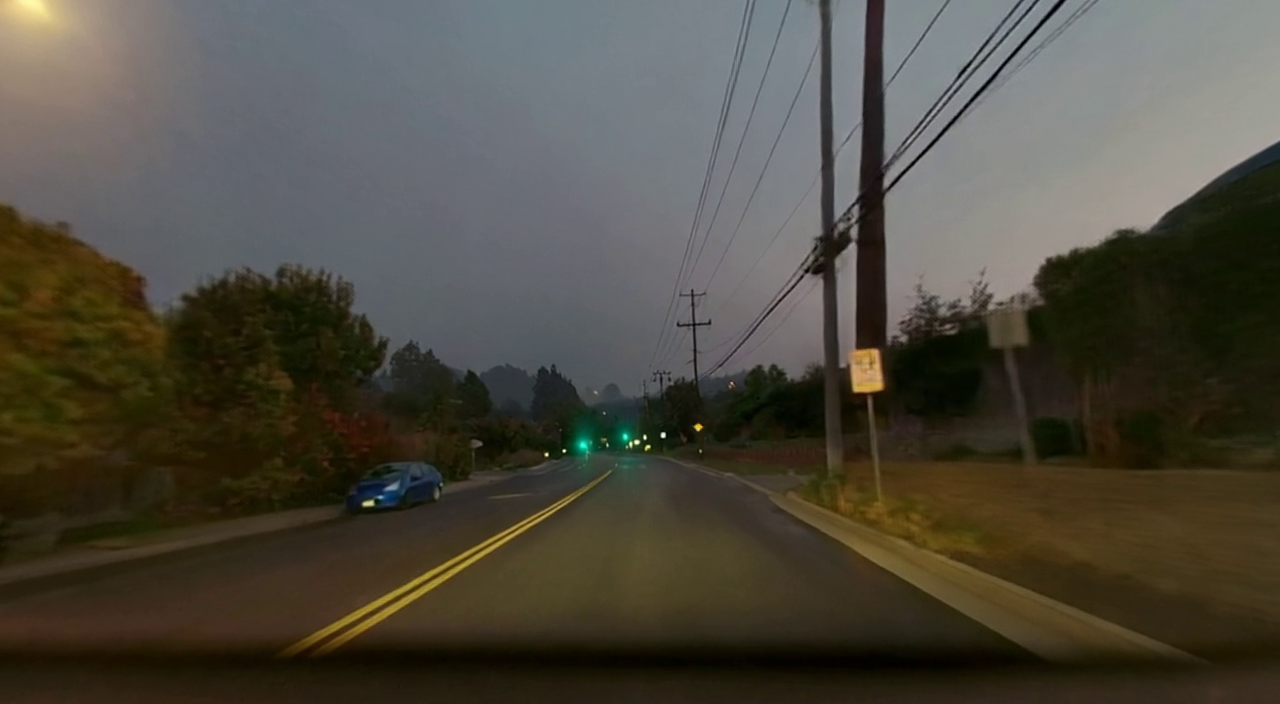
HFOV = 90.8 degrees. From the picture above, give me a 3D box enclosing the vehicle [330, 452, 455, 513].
[{"bbox_3d":[-7.830,4.146,20.552,2.114,1.693,4.468,0,-9,2],"label":"vehicle"}]
